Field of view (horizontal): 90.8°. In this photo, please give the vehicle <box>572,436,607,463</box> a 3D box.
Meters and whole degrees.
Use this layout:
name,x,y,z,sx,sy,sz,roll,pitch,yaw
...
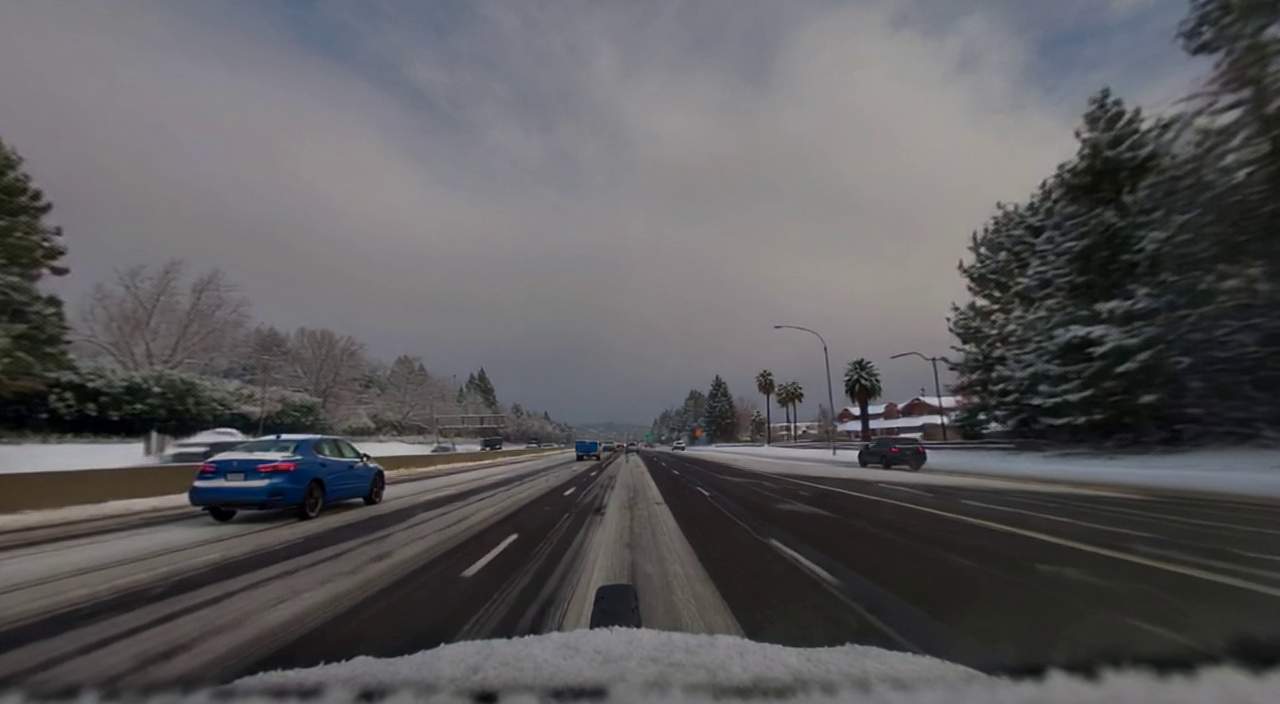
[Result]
name,x,y,z,sx,sy,sz,roll,pitch,yaw
vehicle,-3.752,7.353,47.703,2.225,1.967,4.673,0,-9,0

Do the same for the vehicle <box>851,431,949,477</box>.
name,x,y,z,sx,sy,sz,roll,pitch,yaw
vehicle,11.090,4.402,27.338,2.168,1.792,4.457,0,-9,-2

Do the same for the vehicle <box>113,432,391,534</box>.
name,x,y,z,sx,sy,sz,roll,pitch,yaw
vehicle,-6.675,2.304,11.786,2.018,1.480,4.999,0,-9,0
